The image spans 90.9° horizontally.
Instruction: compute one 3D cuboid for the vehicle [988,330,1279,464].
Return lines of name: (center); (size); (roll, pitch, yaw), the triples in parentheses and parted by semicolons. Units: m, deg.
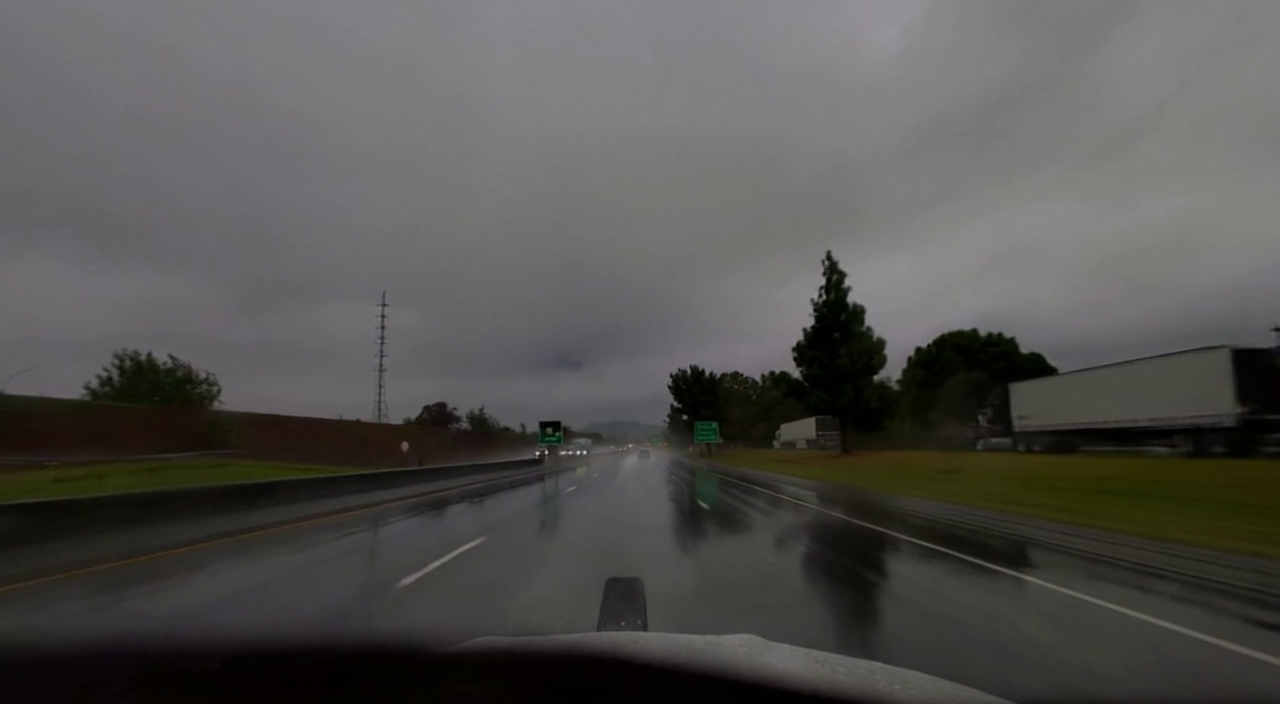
vehicle: (20.535, 2.605, 26.718); (2.861, 4.047, 15.002); (-3, -10, 0)
